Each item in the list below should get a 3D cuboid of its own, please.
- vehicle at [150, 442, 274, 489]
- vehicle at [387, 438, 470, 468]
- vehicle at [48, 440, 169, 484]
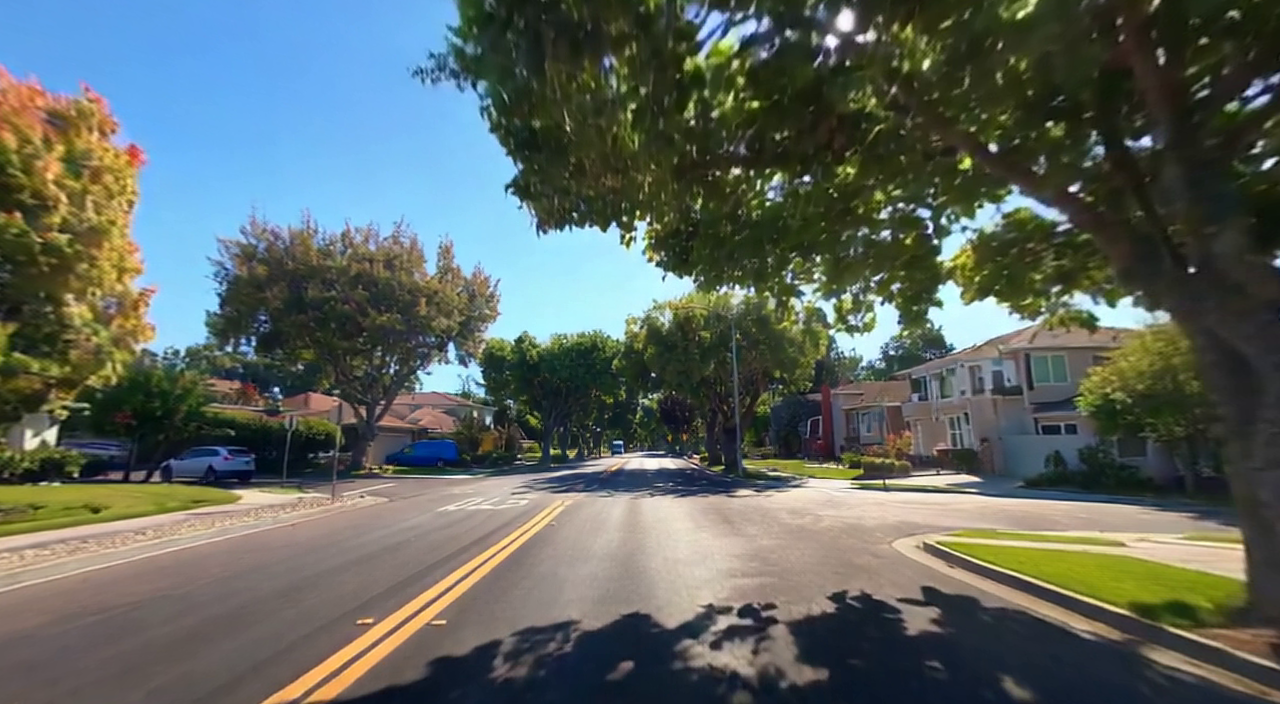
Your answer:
[{"bbox_3d":[-17.554,4.580,25.889,4.876,1.763,2.016,-5,-9,27],"label":"vehicle"},{"bbox_3d":[-13.783,6.600,41.442,2.145,1.839,4.837,-6,-10,34],"label":"vehicle"},{"bbox_3d":[-25.154,5.135,29.837,5.987,1.881,2.249,-5,-10,29],"label":"vehicle"}]
